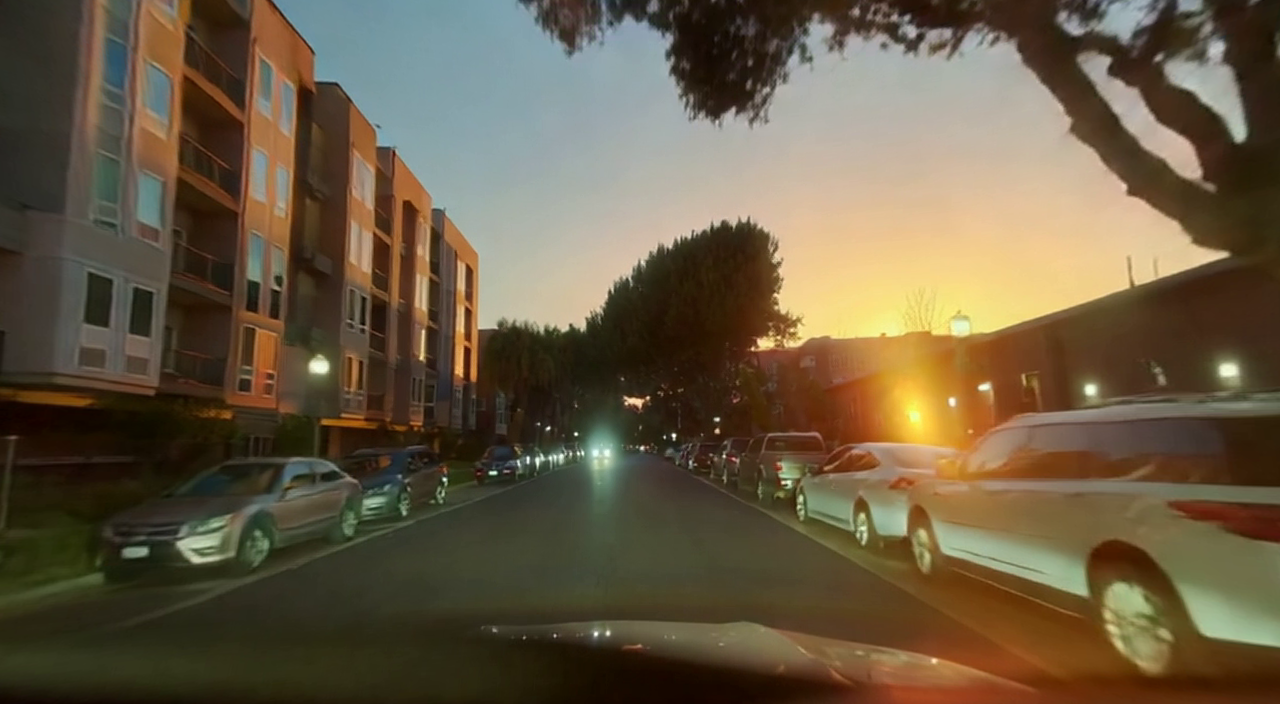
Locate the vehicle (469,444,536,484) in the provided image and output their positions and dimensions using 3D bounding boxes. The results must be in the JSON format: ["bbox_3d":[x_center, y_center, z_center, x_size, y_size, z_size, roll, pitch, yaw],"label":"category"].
[{"bbox_3d":[-5.517,4.516,25.889,1.647,1.481,4.433,0,-9,1],"label":"vehicle"}]

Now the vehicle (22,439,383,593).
[{"bbox_3d":[-5.269,1.969,8.584,1.711,1.500,4.510,0,-9,-1],"label":"vehicle"}]

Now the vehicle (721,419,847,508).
[{"bbox_3d":[3.301,2.684,15.608,1.835,1.809,4.997,0,-9,-1],"label":"vehicle"}]

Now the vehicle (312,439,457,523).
[{"bbox_3d":[-5.201,2.638,13.403,1.628,1.504,3.500,0,-9,-1],"label":"vehicle"}]

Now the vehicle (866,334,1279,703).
[{"bbox_3d":[3.551,1.114,4.506,1.912,1.781,5.159,0,-9,0],"label":"vehicle"}]

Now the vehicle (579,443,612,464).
[{"bbox_3d":[-3.296,7.624,47.532,1.939,1.504,4.121,-1,-9,3],"label":"vehicle"}]
